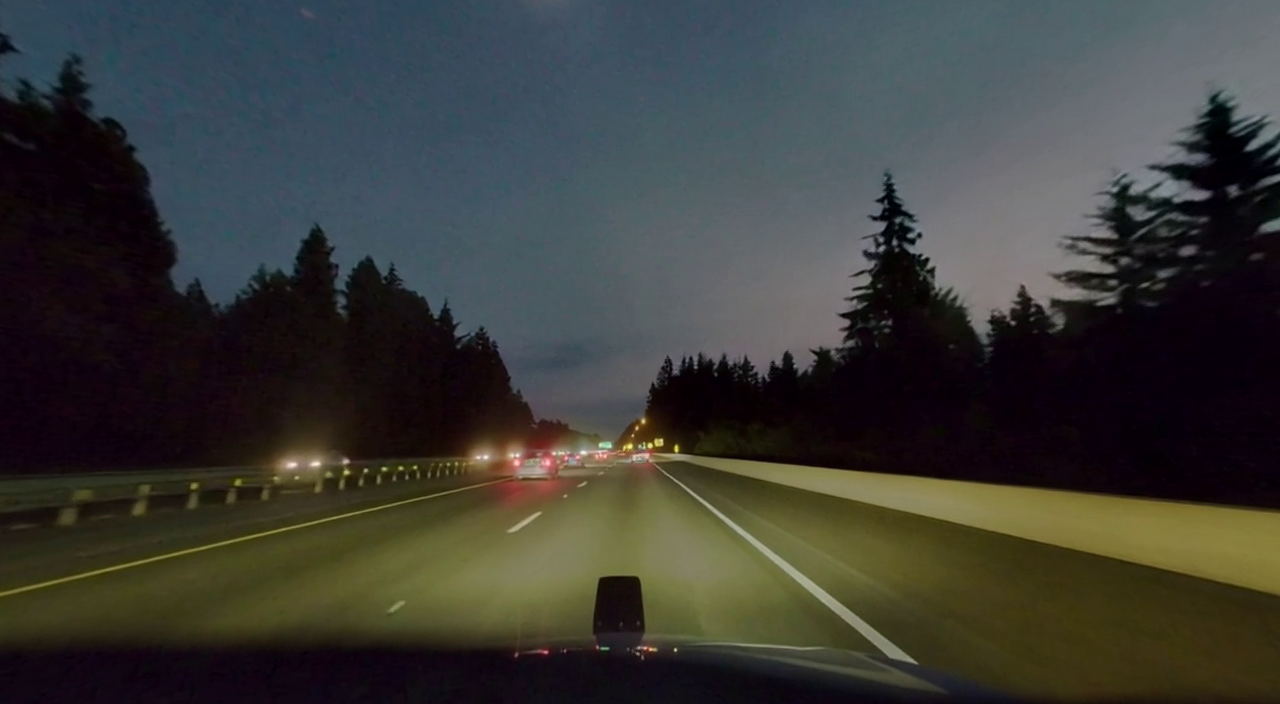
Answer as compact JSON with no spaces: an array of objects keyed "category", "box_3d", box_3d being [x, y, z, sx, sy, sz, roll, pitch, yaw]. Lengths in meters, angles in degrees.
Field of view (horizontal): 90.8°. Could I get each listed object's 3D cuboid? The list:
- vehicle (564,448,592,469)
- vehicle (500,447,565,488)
[{"category":"vehicle","box_3d":[-4.761,8.241,49.010,1.838,1.508,4.317,0,-9,-1]},{"category":"vehicle","box_3d":[-4.177,4.528,25.081,1.897,1.481,3.859,0,-9,0]}]
